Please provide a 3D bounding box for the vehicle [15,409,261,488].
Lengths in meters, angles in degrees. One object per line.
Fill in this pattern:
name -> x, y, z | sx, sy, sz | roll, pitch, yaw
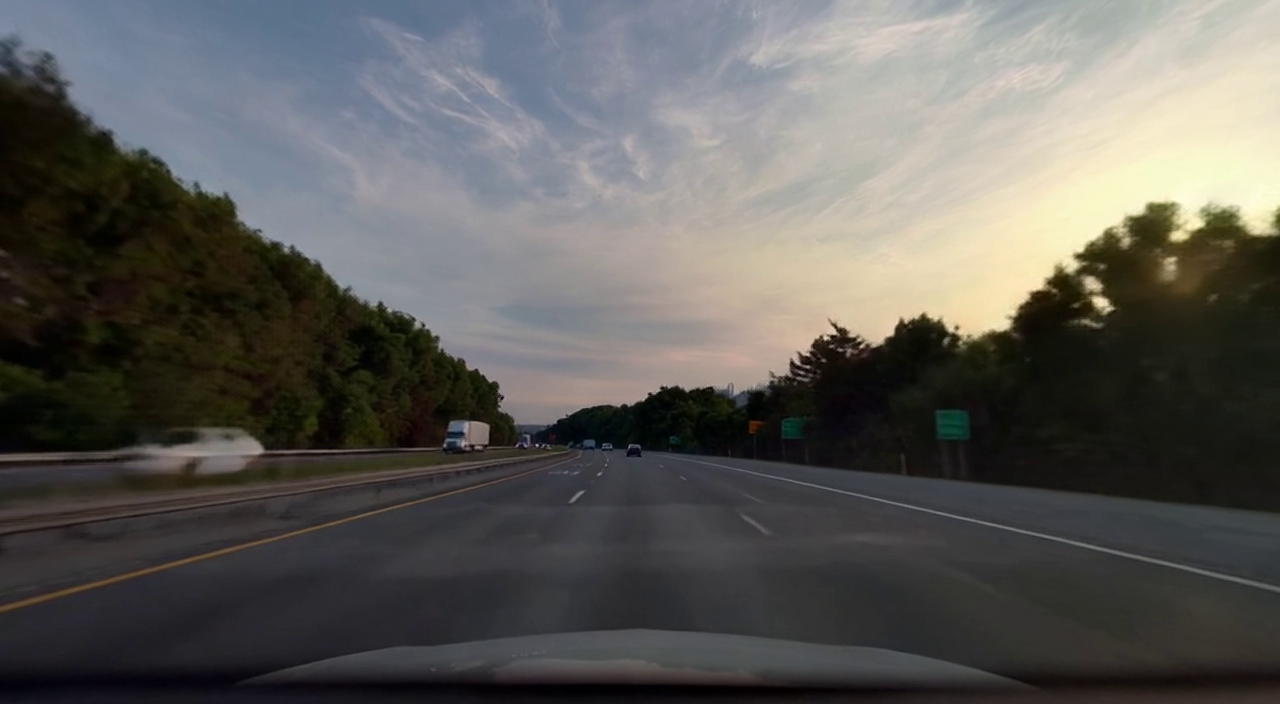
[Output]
vehicle -> -12.511, 2.498, 16.341 | 2.220, 1.723, 5.072 | 0, -9, -1
